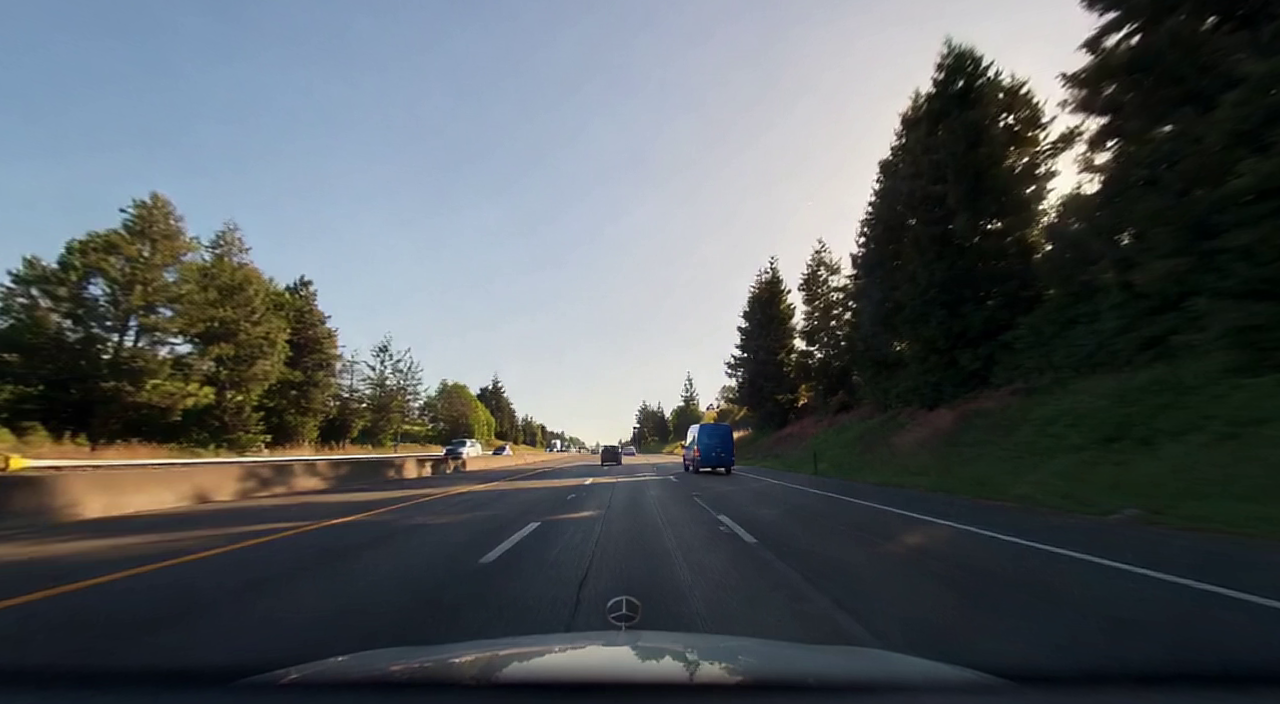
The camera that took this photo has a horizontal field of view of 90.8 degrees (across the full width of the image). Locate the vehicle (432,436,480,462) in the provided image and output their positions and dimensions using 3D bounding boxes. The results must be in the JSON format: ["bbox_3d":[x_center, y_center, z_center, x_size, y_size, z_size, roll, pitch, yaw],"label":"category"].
[{"bbox_3d":[-12.894,6.854,44.475,2.014,1.681,4.914,0,-9,-2],"label":"vehicle"}]

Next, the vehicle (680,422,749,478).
[{"bbox_3d":[3.627,4.998,32.175,2.552,2.524,6.630,0,-9,-1],"label":"vehicle"}]

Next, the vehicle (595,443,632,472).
[{"bbox_3d":[-1.580,6.565,39.302,2.069,1.666,4.338,0,-9,1],"label":"vehicle"}]
